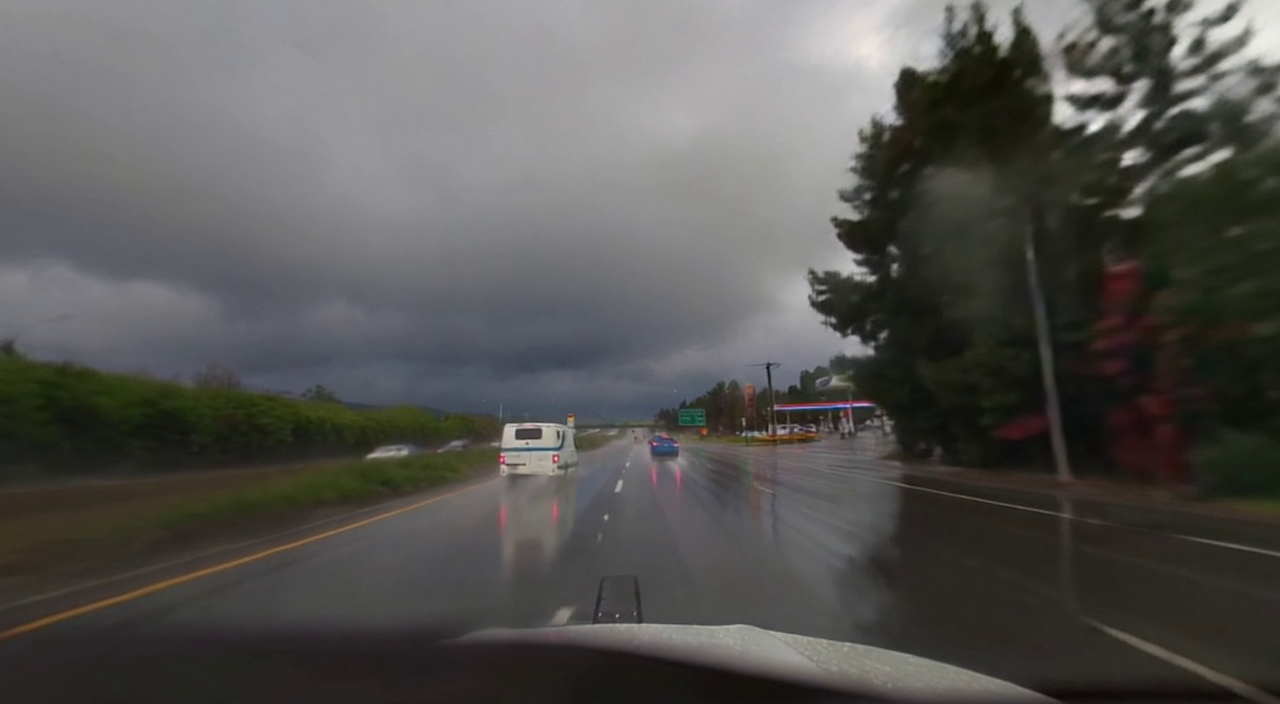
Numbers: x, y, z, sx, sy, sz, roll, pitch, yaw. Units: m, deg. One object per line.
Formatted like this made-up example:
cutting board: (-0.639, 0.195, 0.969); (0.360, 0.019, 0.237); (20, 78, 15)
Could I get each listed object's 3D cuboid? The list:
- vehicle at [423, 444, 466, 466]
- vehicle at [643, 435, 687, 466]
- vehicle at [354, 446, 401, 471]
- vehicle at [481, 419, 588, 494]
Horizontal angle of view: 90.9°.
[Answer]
vehicle: (-13.894, 7.343, 45.009); (1.805, 1.467, 3.531); (0, -8, 2)
vehicle: (1.276, 5.310, 34.356); (2.151, 1.550, 4.694); (0, -8, -1)
vehicle: (-18.609, 7.535, 44.859); (1.890, 1.607, 3.350); (0, -8, 0)
vehicle: (-2.637, 2.722, 16.878); (2.061, 1.732, 4.457); (0, -8, 1)
